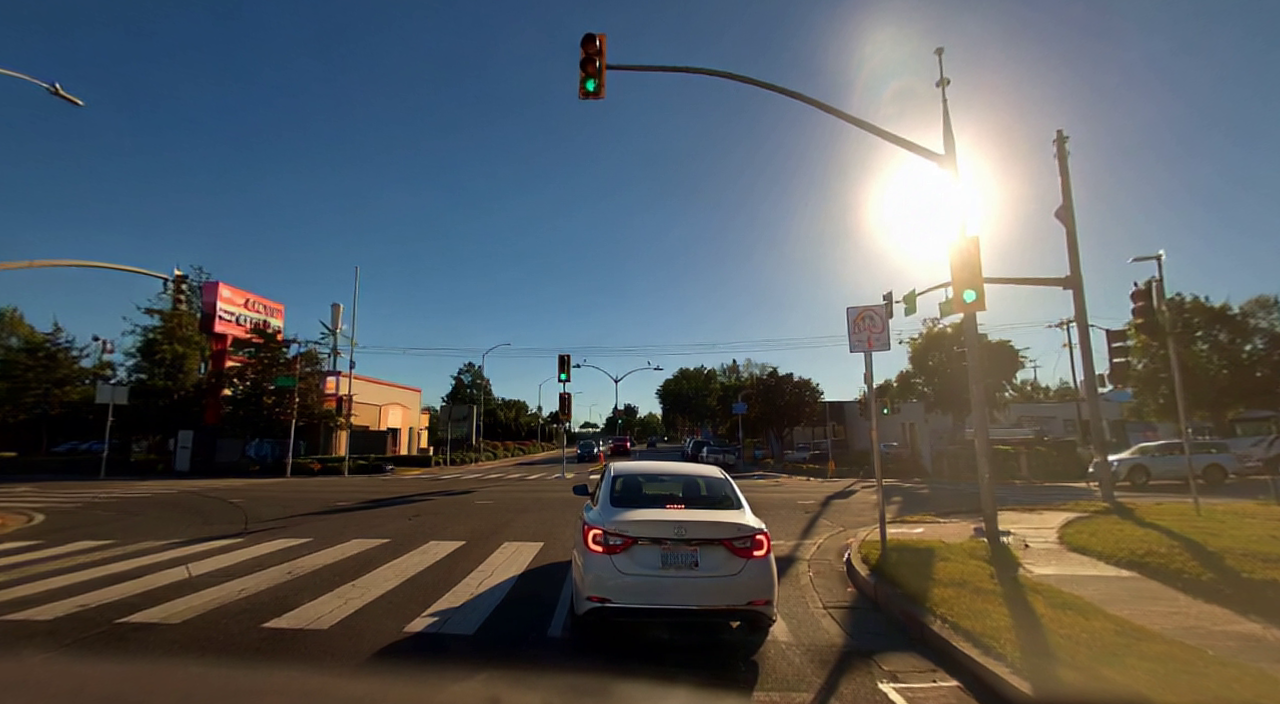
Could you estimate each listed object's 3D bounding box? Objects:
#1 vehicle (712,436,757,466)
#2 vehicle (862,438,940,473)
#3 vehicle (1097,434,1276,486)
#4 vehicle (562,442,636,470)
[{"bbox_3d":[6.895,7.207,46.155,1.491,2.041,2.964,7,-10,-38],"label":"vehicle"},{"bbox_3d":[12.409,5.034,30.269,1.922,1.529,3.964,0,-11,-2],"label":"vehicle"},{"bbox_3d":[16.801,3.318,19.514,3.876,1.512,1.784,0,-8,-1],"label":"vehicle"},{"bbox_3d":[-2.450,6.150,37.552,3.991,1.526,1.868,-5,-9,30],"label":"vehicle"}]
